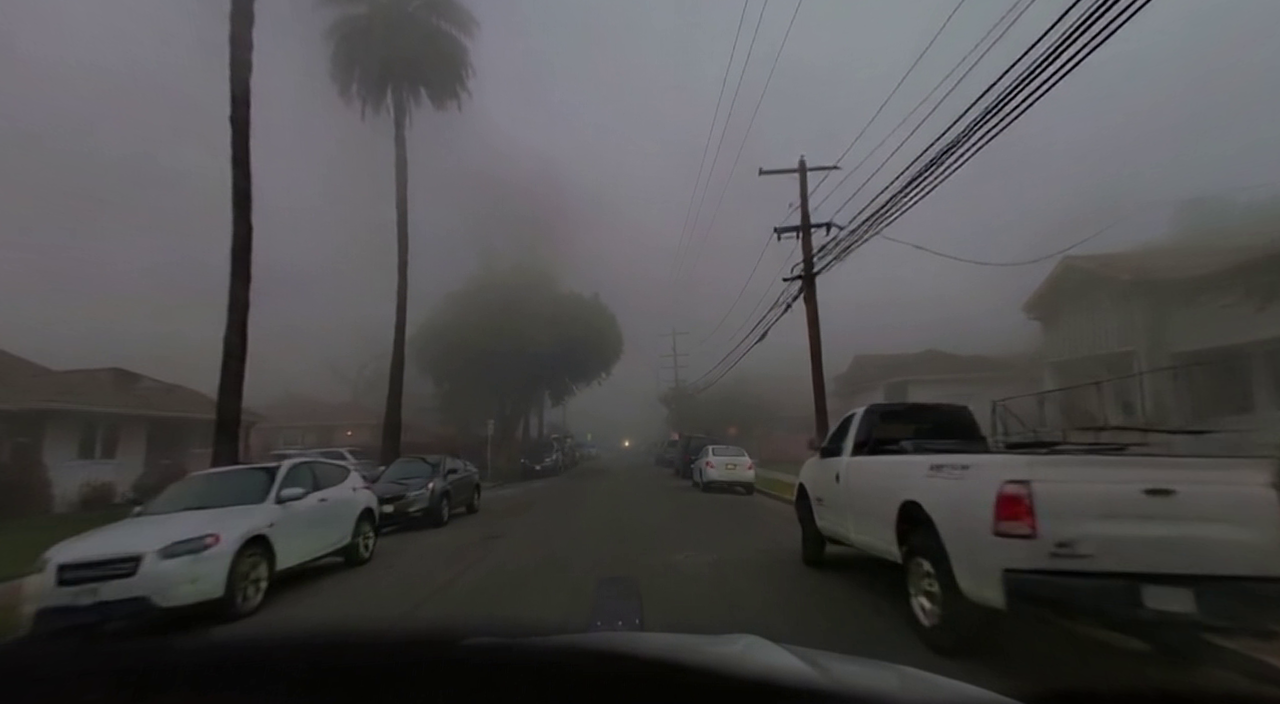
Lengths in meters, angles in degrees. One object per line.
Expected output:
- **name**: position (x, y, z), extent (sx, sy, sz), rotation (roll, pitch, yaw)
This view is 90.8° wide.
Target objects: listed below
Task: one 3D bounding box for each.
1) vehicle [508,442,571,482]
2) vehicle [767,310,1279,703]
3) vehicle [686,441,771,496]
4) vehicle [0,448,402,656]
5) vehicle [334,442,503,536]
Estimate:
- **vehicle**: position (-4.516, 5.019, 29.134), extent (2.123, 1.636, 4.481), rotation (0, -8, 0)
- **vehicle**: position (2.858, 1.163, 5.566), extent (2.292, 1.981, 5.277), rotation (0, -8, -1)
- **vehicle**: position (2.526, 3.427, 19.018), extent (1.881, 1.460, 4.007), rotation (0, -8, -2)
- **vehicle**: position (-4.144, 1.792, 6.743), extent (1.782, 1.487, 3.974), rotation (0, -8, -2)
- **vehicle**: position (-4.253, 2.674, 13.085), extent (1.814, 1.548, 4.802), rotation (0, -8, -1)
